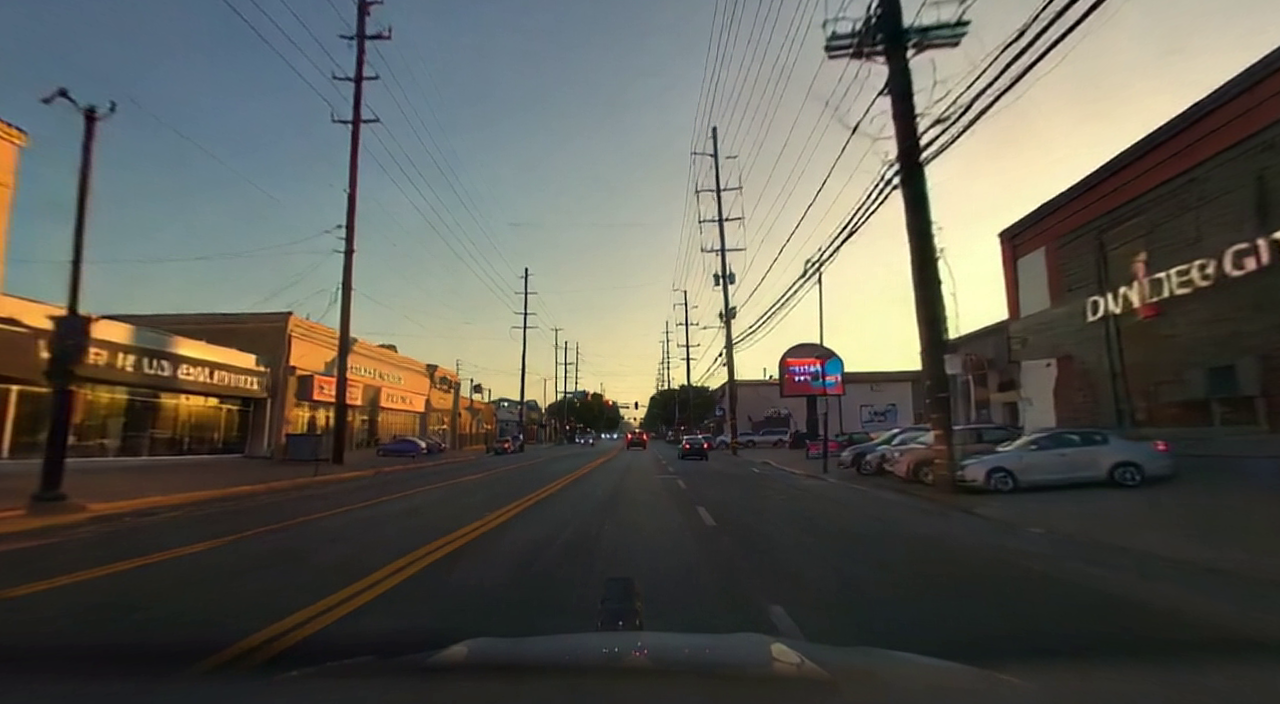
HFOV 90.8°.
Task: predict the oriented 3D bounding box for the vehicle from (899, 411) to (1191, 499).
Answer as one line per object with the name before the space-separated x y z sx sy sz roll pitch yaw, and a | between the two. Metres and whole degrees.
vehicle | 10.078 2.599 16.203 5.771 2.013 2.414 -1 -8 0

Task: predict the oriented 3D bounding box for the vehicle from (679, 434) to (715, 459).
vehicle | 3.611 6.104 40.823 1.926 1.482 4.442 0 -8 0
